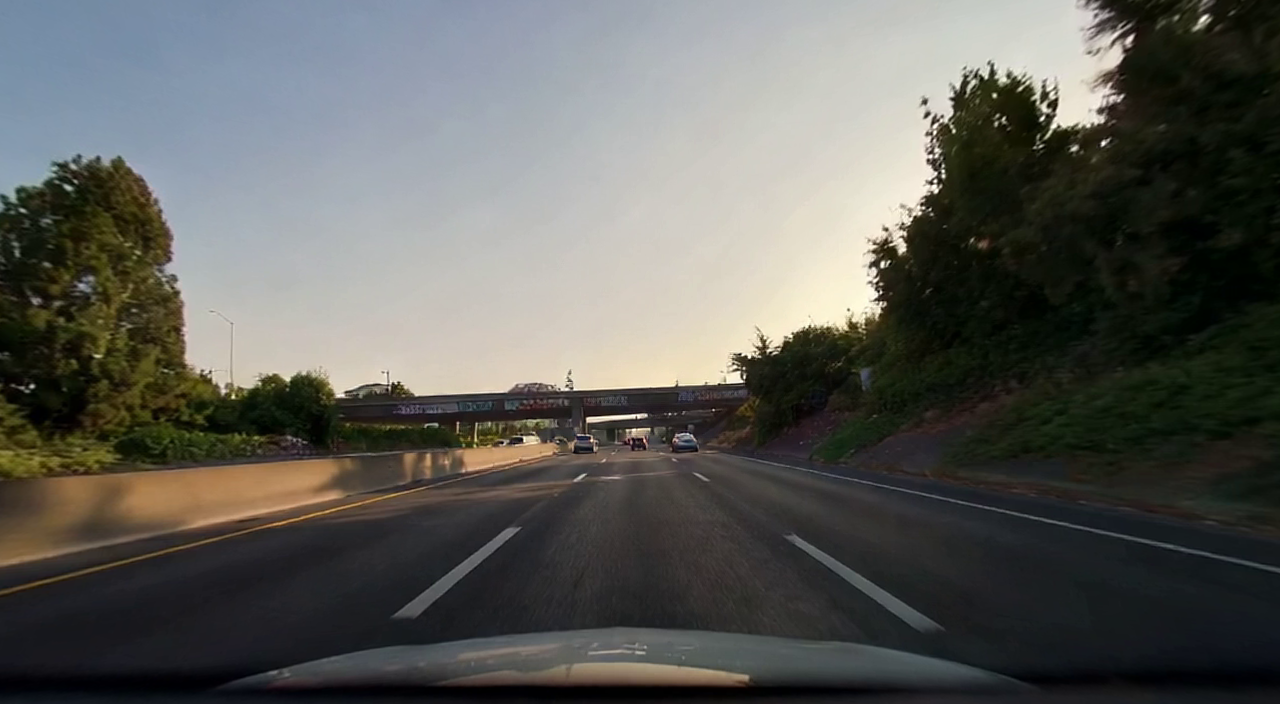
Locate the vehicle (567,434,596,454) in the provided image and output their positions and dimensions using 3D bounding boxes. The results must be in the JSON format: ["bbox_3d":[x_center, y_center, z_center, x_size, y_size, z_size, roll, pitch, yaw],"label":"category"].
[{"bbox_3d":[-4.552,7.200,49.556,1.961,1.466,3.745,0,-8,0],"label":"vehicle"}]
